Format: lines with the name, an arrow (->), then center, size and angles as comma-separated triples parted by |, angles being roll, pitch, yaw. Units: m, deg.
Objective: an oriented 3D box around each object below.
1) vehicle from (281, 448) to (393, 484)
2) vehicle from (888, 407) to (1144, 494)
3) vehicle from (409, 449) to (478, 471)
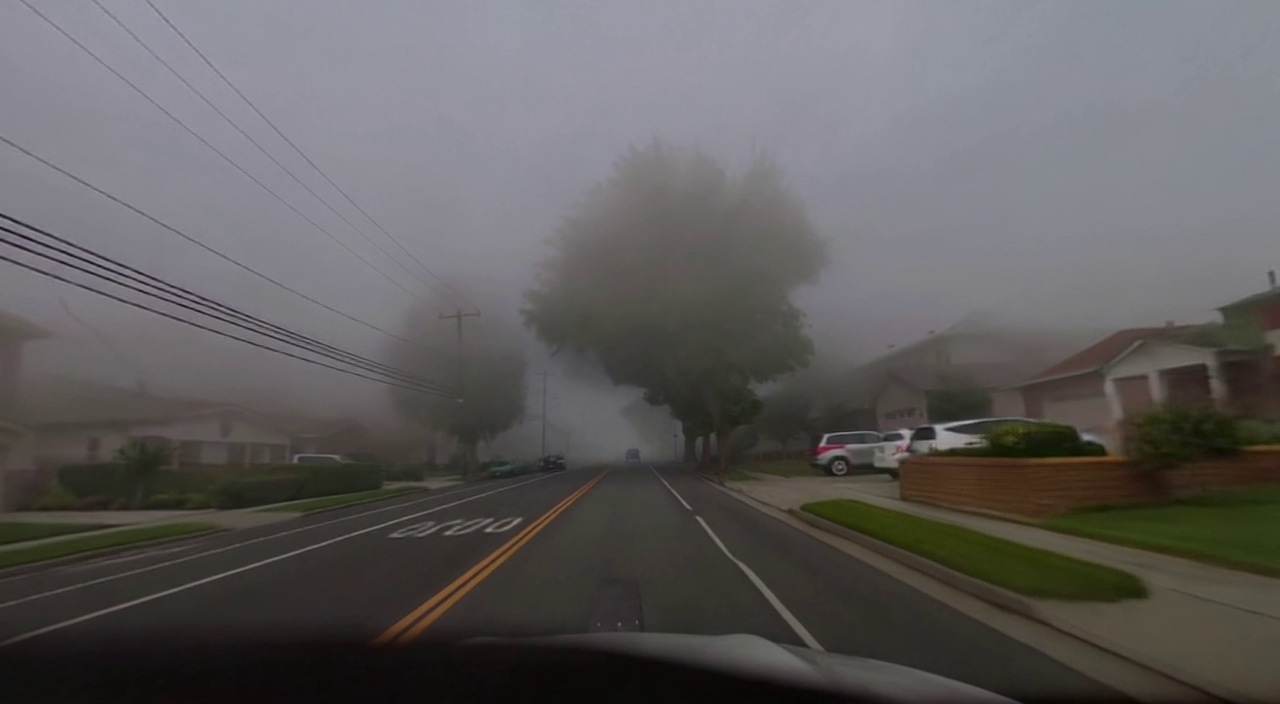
vehicle -> -15.078, 5.676, 31.643 | 4.501, 1.689, 2.106 | 0, -9, 1
vehicle -> 8.877, 2.377, 15.320 | 4.747, 1.942, 2.158 | 0, -9, 1
vehicle -> -15.151, 8.375, 48.965 | 4.651, 1.615, 1.961 | 0, -9, 2
